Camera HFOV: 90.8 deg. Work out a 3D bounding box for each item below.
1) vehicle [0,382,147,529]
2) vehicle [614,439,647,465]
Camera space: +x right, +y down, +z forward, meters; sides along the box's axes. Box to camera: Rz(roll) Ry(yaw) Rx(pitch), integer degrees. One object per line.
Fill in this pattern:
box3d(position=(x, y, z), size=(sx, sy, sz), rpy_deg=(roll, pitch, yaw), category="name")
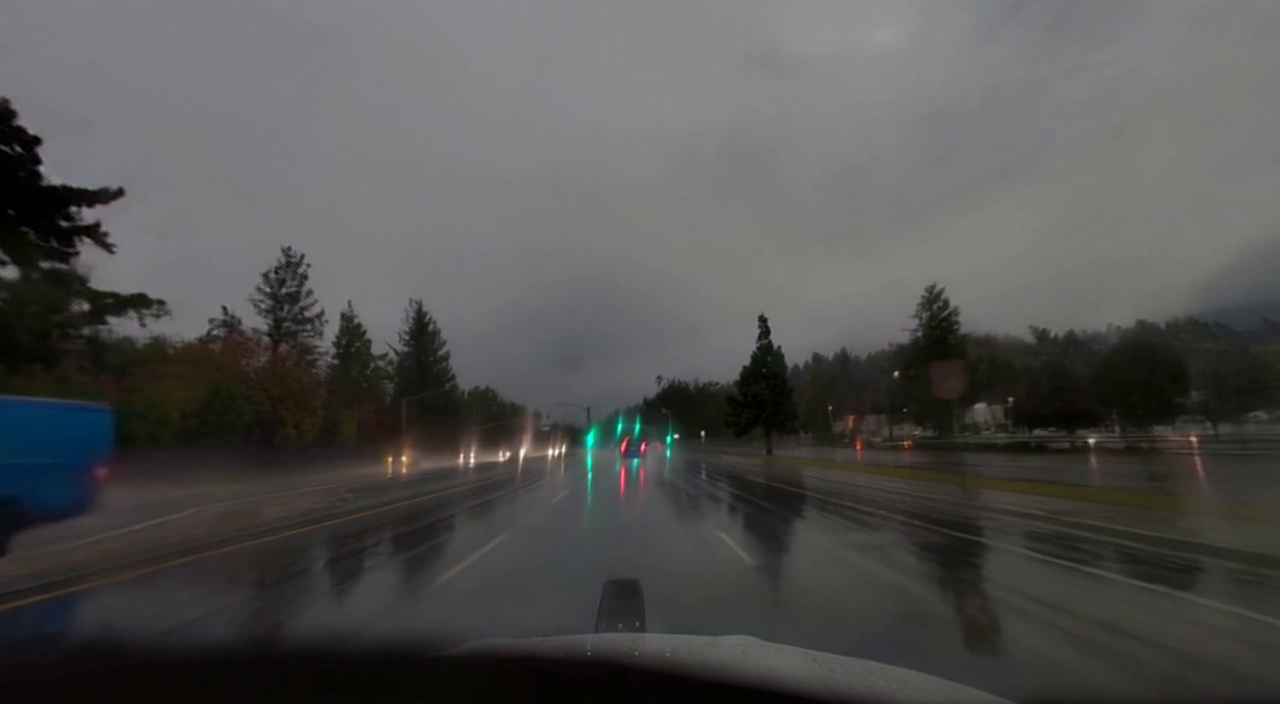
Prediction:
box3d(position=(-14.943, 2.097, 12.754), size=(2.941, 3.068, 8.587), rpy_deg=(0, -9, 1), category="vehicle")
box3d(position=(-0.649, 7.041, 44.463), size=(2.174, 1.703, 4.231), rpy_deg=(0, -9, 0), category="vehicle")
